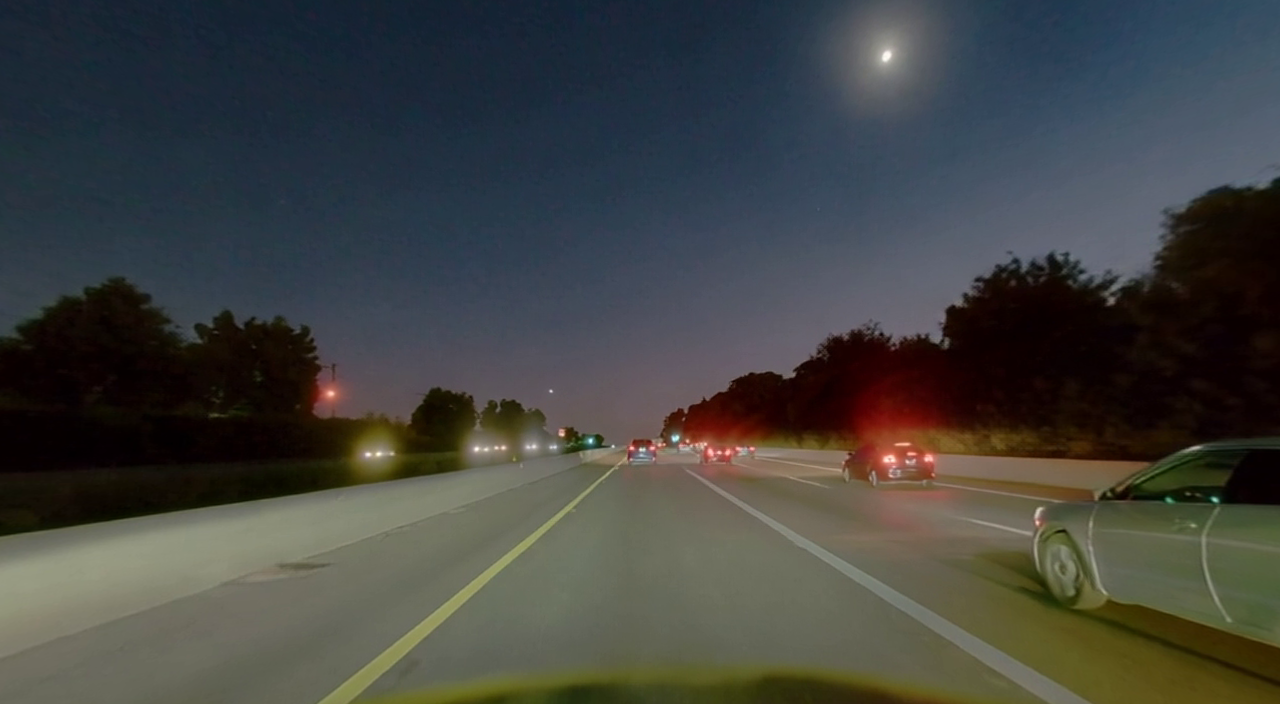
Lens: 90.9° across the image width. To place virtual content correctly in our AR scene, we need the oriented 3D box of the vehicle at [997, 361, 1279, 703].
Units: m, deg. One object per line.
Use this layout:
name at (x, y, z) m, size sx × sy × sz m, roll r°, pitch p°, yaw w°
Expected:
vehicle at (3.769, 0.862, 2.643) m, size 2.003 × 1.661 × 4.418 m, roll -1°, pitch -8°, yaw 1°

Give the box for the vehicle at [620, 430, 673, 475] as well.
vehicle at (0.272, 4.474, 28.273) m, size 2.189 × 1.852 × 4.038 m, roll 0°, pitch -8°, yaw 0°

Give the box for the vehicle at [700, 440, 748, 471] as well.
vehicle at (4.222, 5.232, 32.112) m, size 1.825 × 1.487 × 4.034 m, roll 0°, pitch -8°, yaw -1°

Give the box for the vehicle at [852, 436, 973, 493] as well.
vehicle at (8.129, 3.361, 19.263) m, size 1.810 × 1.516 × 4.183 m, roll 0°, pitch -8°, yaw 0°
